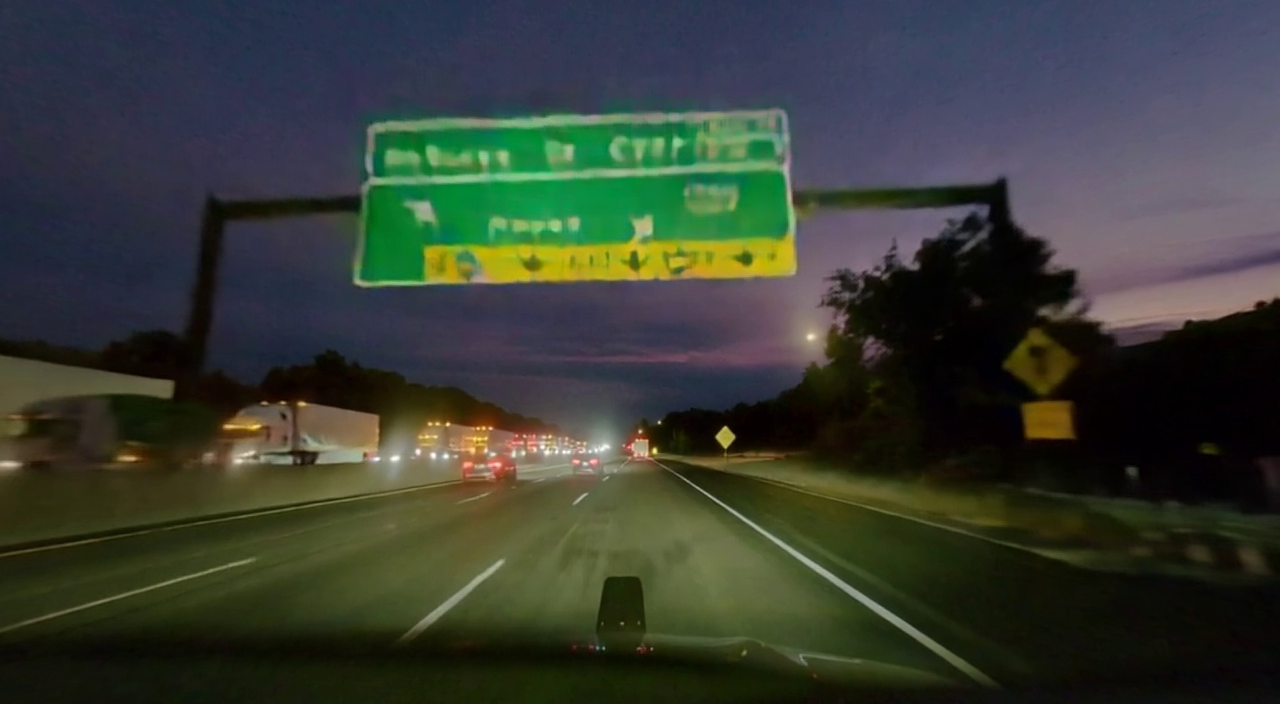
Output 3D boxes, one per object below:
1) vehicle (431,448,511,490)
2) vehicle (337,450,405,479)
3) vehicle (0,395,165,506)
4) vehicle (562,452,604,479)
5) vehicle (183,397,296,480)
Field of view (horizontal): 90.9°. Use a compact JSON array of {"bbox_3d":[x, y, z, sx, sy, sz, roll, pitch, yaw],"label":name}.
[{"bbox_3d":[-7.282,5.067,27.721,2.122,1.685,4.714,0,-9,1],"label":"vehicle"},{"bbox_3d":[-14.370,6.007,33.865,1.865,1.456,4.034,0,-9,0],"label":"vehicle"},{"bbox_3d":[-15.202,2.400,15.336,2.527,2.391,5.963,0,-9,0],"label":"vehicle"},{"bbox_3d":[-3.368,6.764,37.822,2.076,1.453,4.094,0,-9,1],"label":"vehicle"},{"bbox_3d":[-18.737,4.093,29.771,2.922,3.673,3.310,0,-9,0],"label":"vehicle"}]
